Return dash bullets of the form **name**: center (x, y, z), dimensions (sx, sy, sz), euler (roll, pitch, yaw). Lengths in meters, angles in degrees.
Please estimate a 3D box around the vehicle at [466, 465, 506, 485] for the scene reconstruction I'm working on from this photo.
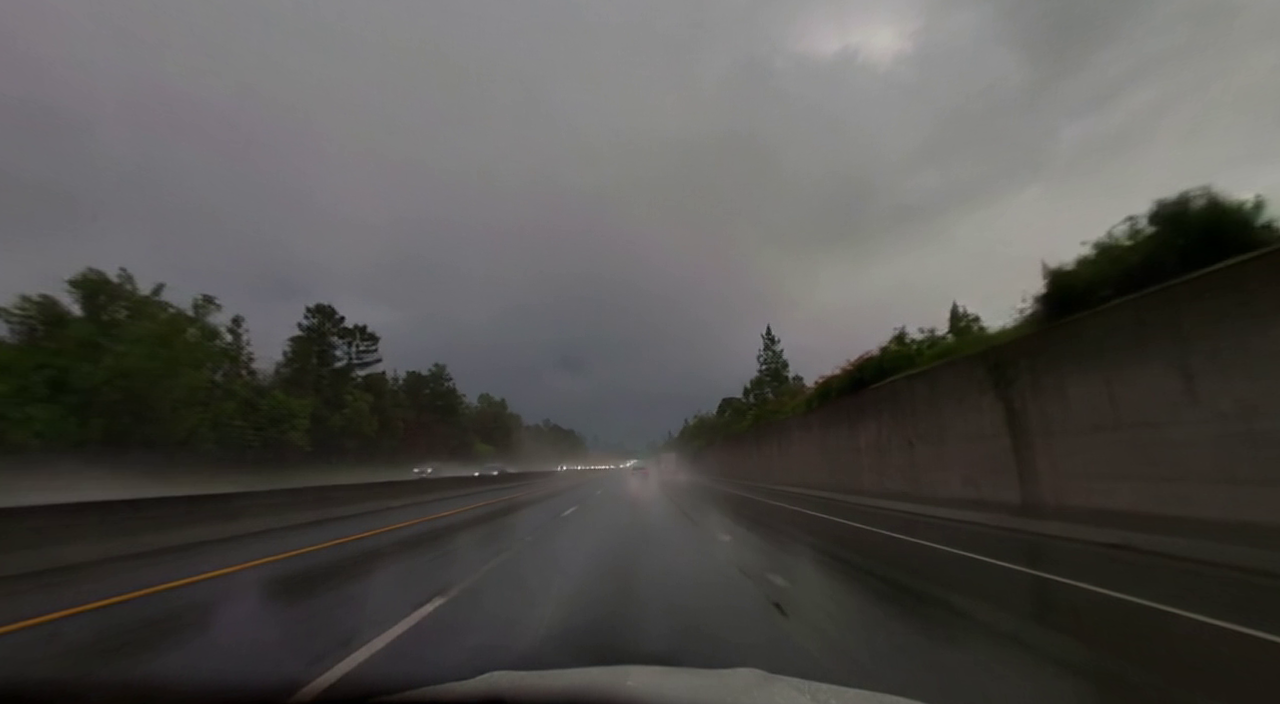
- **vehicle**: center (-12.107, 9.696, 49.739), dimensions (1.885, 1.461, 4.779), euler (1, -10, 0)
